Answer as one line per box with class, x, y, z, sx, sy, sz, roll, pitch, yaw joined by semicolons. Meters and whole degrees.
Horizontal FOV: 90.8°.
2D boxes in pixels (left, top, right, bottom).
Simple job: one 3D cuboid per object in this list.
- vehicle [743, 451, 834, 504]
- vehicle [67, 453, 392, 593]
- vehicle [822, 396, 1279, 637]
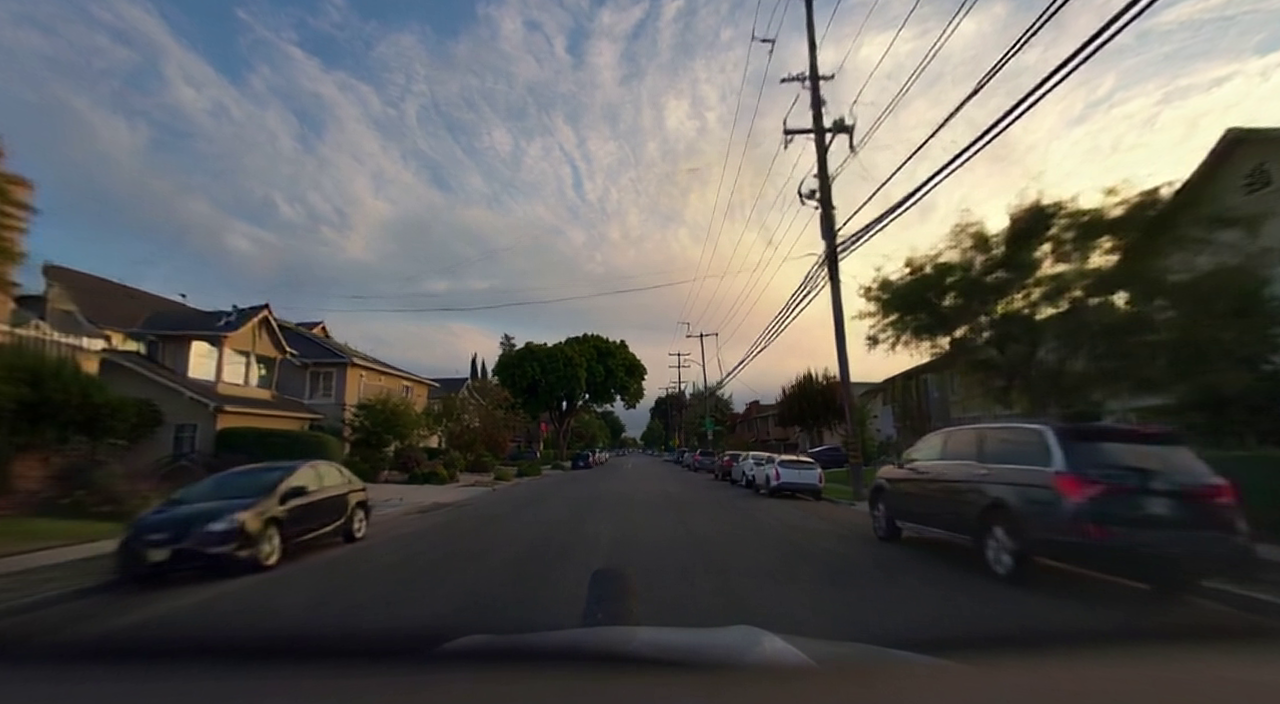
vehicle;4.662;3.976;20.512;1.859;1.469;4.550;0;-9;0
vehicle;-5.421;2.256;9.213;1.856;1.499;4.216;0;-9;1
vehicle;4.542;1.766;8.142;2.462;1.894;6.076;0;-9;-1
